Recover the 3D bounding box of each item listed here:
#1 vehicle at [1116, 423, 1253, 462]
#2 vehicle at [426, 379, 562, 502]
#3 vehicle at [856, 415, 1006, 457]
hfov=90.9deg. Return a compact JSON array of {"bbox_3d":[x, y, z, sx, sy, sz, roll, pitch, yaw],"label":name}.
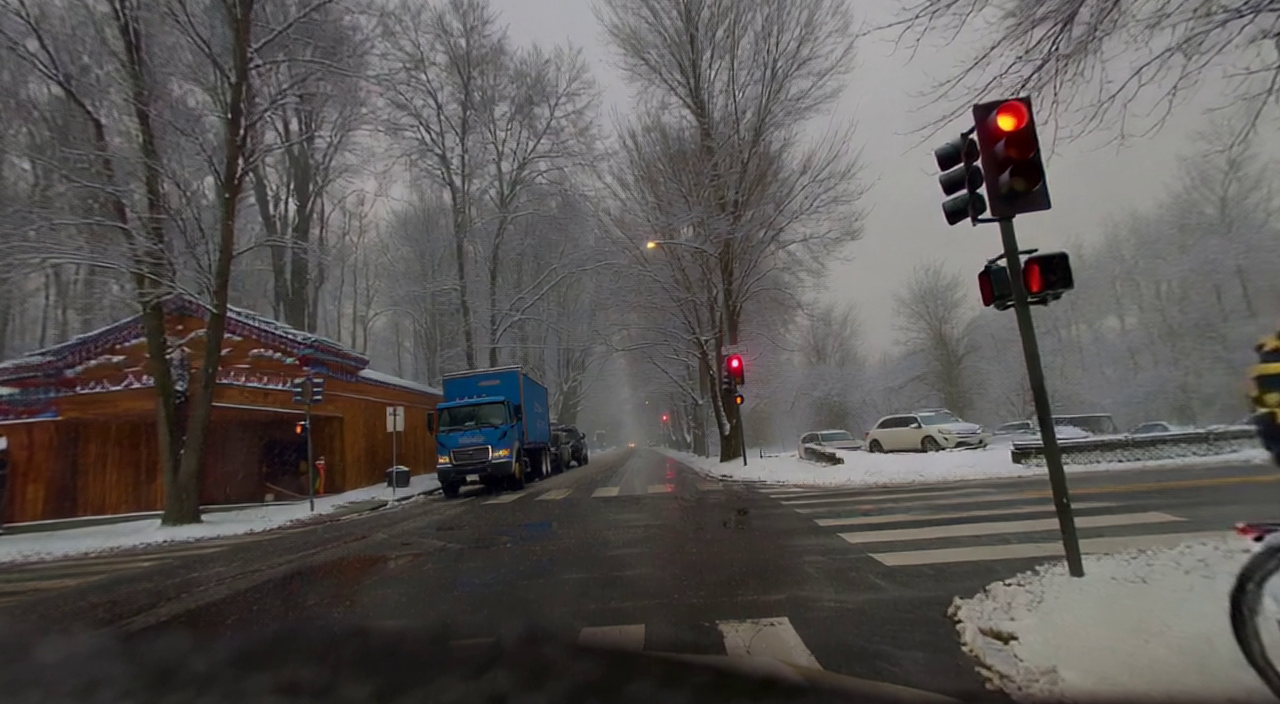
[{"bbox_3d":[24.951,4.167,29.017,4.268,1.695,2.053,0,-8,3],"label":"vehicle"},{"bbox_3d":[-5.757,3.797,27.030,3.113,4.041,10.284,-5,-8,1],"label":"vehicle"},{"bbox_3d":[10.692,3.137,23.420,4.643,1.456,1.820,-1,-8,5],"label":"vehicle"}]
